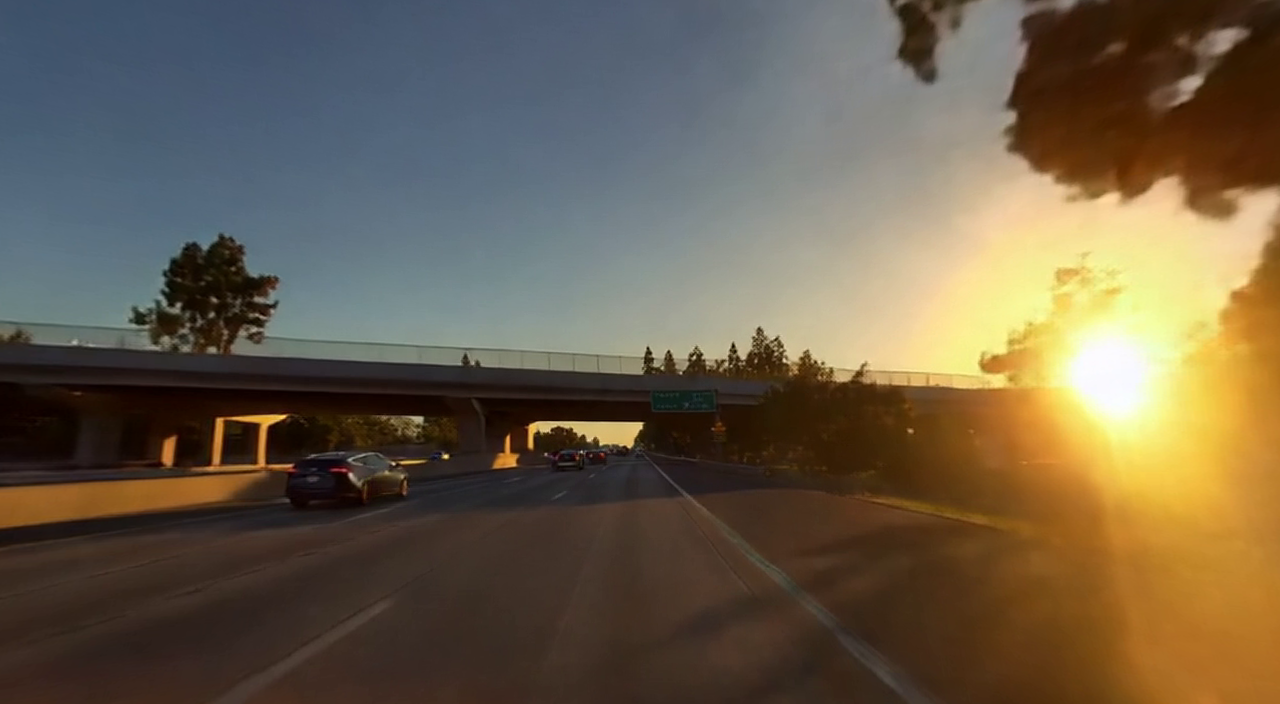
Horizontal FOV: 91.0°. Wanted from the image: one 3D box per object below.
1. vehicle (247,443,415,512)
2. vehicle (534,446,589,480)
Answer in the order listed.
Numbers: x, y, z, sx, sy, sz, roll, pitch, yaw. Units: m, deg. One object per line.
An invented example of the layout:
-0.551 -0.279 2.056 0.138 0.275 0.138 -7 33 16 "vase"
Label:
-7.729 3.169 16.391 2.002 1.507 4.631 0 -9 0 "vehicle"
-3.857 5.575 31.874 2.102 1.571 4.666 0 -9 1 "vehicle"
